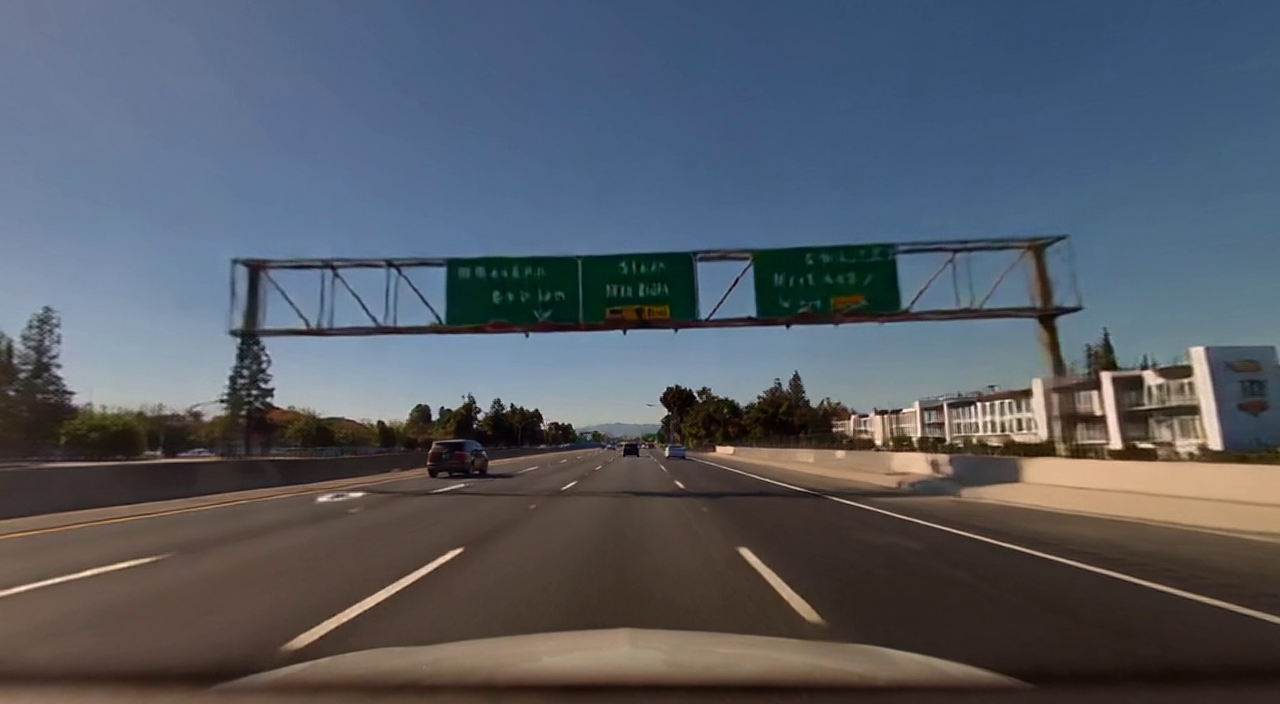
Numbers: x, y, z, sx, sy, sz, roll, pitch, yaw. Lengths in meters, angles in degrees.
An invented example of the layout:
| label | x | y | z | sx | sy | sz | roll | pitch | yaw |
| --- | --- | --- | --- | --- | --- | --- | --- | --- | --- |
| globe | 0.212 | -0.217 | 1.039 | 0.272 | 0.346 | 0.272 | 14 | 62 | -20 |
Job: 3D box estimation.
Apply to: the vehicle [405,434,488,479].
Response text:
| label | x | y | z | sx | sy | sz | roll | pitch | yaw |
| --- | --- | --- | --- | --- | --- | --- | --- | --- | --- |
| vehicle | -7.930 | 4.325 | 26.425 | 2.089 | 1.724 | 4.327 | 0 | -8 | 0 |
